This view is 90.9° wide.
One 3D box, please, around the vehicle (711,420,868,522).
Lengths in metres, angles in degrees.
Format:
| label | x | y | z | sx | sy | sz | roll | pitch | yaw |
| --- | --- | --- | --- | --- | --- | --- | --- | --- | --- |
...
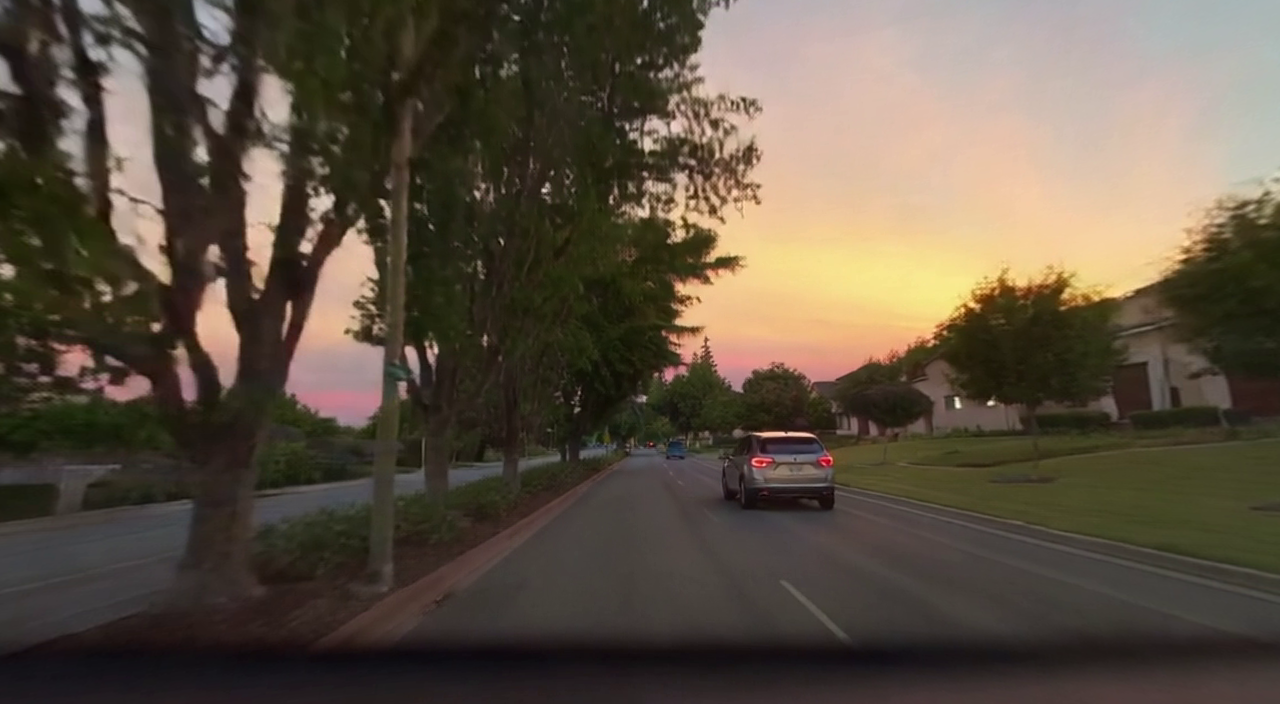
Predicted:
| label | x | y | z | sx | sy | sz | roll | pitch | yaw |
| --- | --- | --- | --- | --- | --- | --- | --- | --- | --- |
| vehicle | 2.912 | 2.462 | 13.534 | 2.180 | 1.773 | 4.639 | 0 | -9 | -1 |
